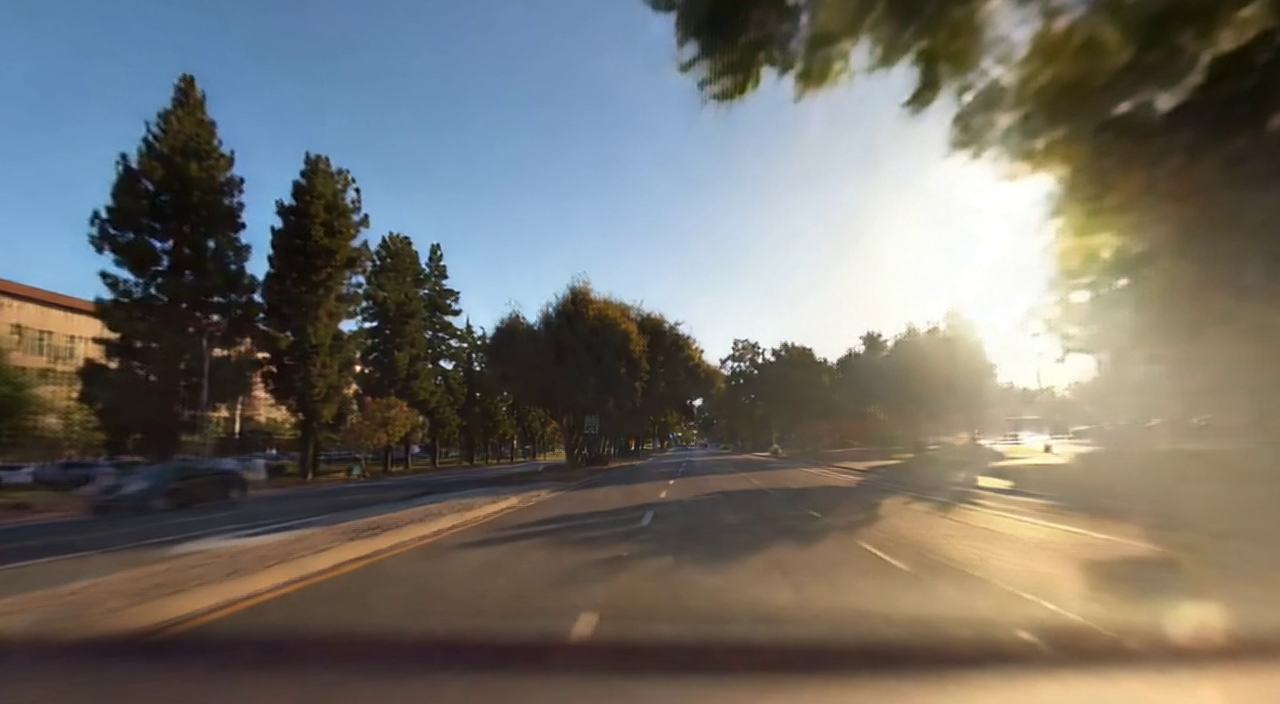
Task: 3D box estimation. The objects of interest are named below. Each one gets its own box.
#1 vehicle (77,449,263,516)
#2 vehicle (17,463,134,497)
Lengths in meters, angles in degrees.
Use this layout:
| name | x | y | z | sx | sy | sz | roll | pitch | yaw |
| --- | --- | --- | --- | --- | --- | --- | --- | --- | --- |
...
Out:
| name | x | y | z | sx | sy | sz | roll | pitch | yaw |
| --- | --- | --- | --- | --- | --- | --- | --- | --- | --- |
| vehicle | -14.163 | 3.895 | 19.430 | 1.915 | 1.721 | 4.402 | -2 | -8 | 9 |
| vehicle | -26.693 | 6.043 | 29.871 | 4.072 | 1.439 | 1.663 | -1 | -8 | 5 |
